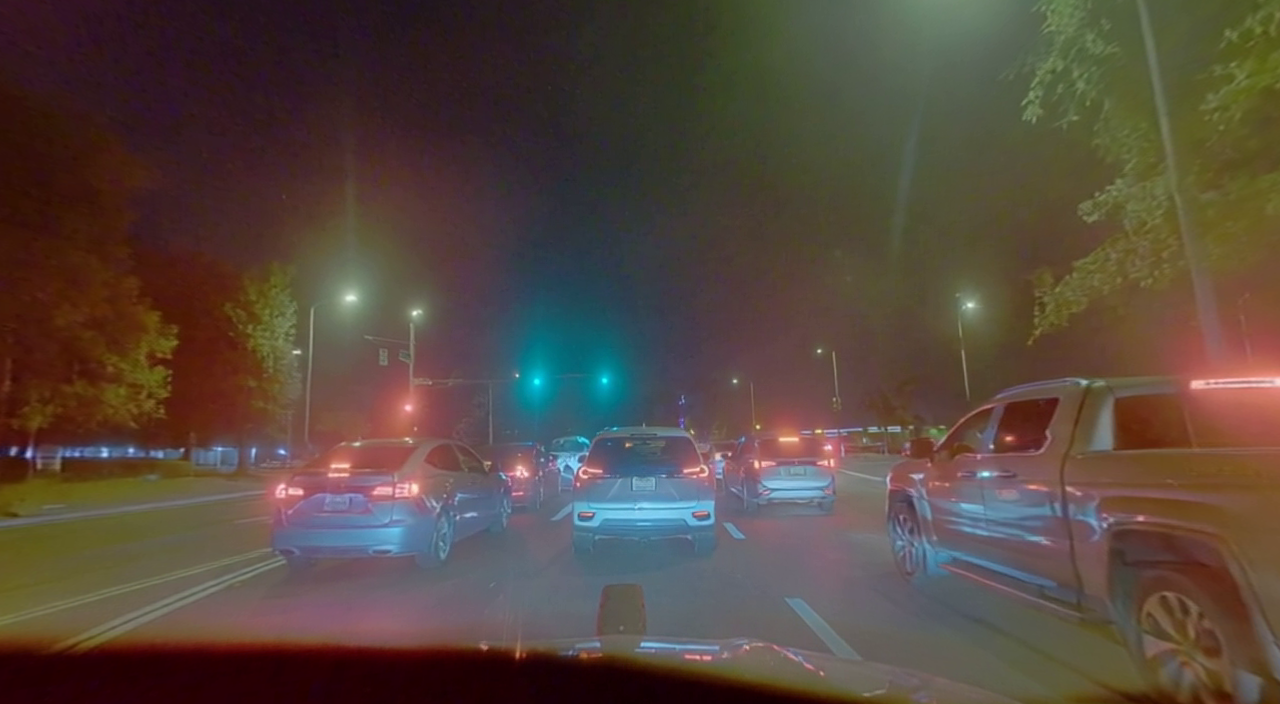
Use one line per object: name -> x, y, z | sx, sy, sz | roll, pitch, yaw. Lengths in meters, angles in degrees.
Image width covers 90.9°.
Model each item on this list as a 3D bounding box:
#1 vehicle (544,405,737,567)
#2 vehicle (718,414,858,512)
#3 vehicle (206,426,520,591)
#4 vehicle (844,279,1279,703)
vehicle -> 0.050, 1.768, 8.973 | 2.113, 1.768, 3.901 | 0, -8, 1
vehicle -> 3.542, 2.815, 16.504 | 2.408, 2.100, 5.668 | 0, -8, 1
vehicle -> -2.955, 1.759, 7.989 | 2.023, 1.494, 4.259 | 0, -8, 0
vehicle -> 3.355, 0.939, 3.817 | 2.317, 1.857, 5.940 | 0, -8, 1
